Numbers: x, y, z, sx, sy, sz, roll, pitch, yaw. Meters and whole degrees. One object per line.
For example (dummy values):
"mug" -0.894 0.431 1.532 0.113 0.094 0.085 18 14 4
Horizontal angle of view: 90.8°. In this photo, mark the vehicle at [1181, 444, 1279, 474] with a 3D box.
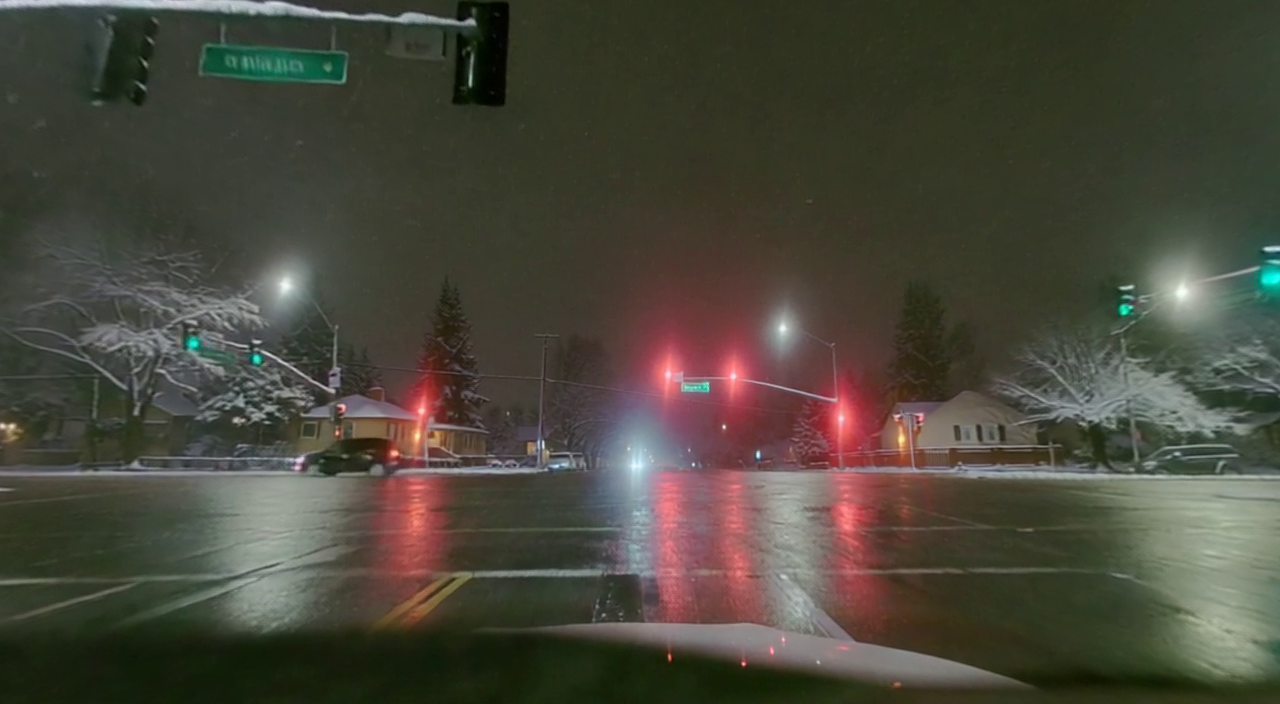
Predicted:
"vehicle" 37.903 6.837 40.547 1.915 1.773 4.499 1 -9 -9

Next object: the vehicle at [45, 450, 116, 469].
"vehicle" -43.922 8.421 49.647 3.949 1.422 1.744 0 -9 2

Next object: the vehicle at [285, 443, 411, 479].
"vehicle" -12.646 4.732 27.585 4.560 1.463 1.858 0 -9 1

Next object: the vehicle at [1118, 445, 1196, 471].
"vehicle" 37.136 7.590 45.531 1.853 1.723 4.460 0 -9 0
